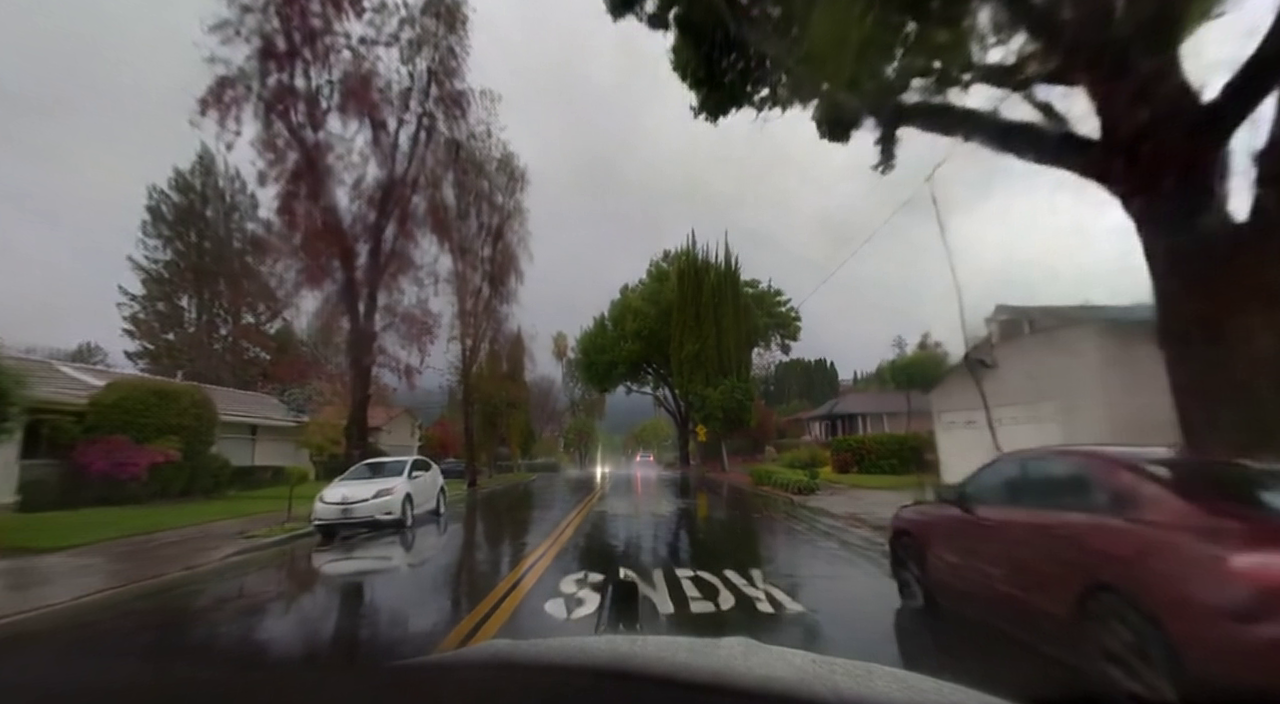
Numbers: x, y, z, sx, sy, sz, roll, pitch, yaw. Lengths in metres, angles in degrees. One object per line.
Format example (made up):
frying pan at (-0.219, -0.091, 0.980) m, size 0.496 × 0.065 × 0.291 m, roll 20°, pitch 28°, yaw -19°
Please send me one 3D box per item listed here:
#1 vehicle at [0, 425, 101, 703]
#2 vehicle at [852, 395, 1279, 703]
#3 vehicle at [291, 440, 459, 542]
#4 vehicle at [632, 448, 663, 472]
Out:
vehicle at (-5.389, 1.182, 2.356) m, size 2.155 × 1.907 × 5.100 m, roll -1°, pitch -8°, yaw 1°
vehicle at (3.007, 1.154, 3.514) m, size 2.047 × 1.532 × 4.350 m, roll 0°, pitch -9°, yaw -1°
vehicle at (-5.782, 3.039, 14.448) m, size 2.027 × 1.803 × 4.306 m, roll -4°, pitch -9°, yaw 0°
vehicle at (0.464, 7.332, 43.011) m, size 2.022 × 1.481 × 4.050 m, roll 0°, pitch -9°, yaw -1°
